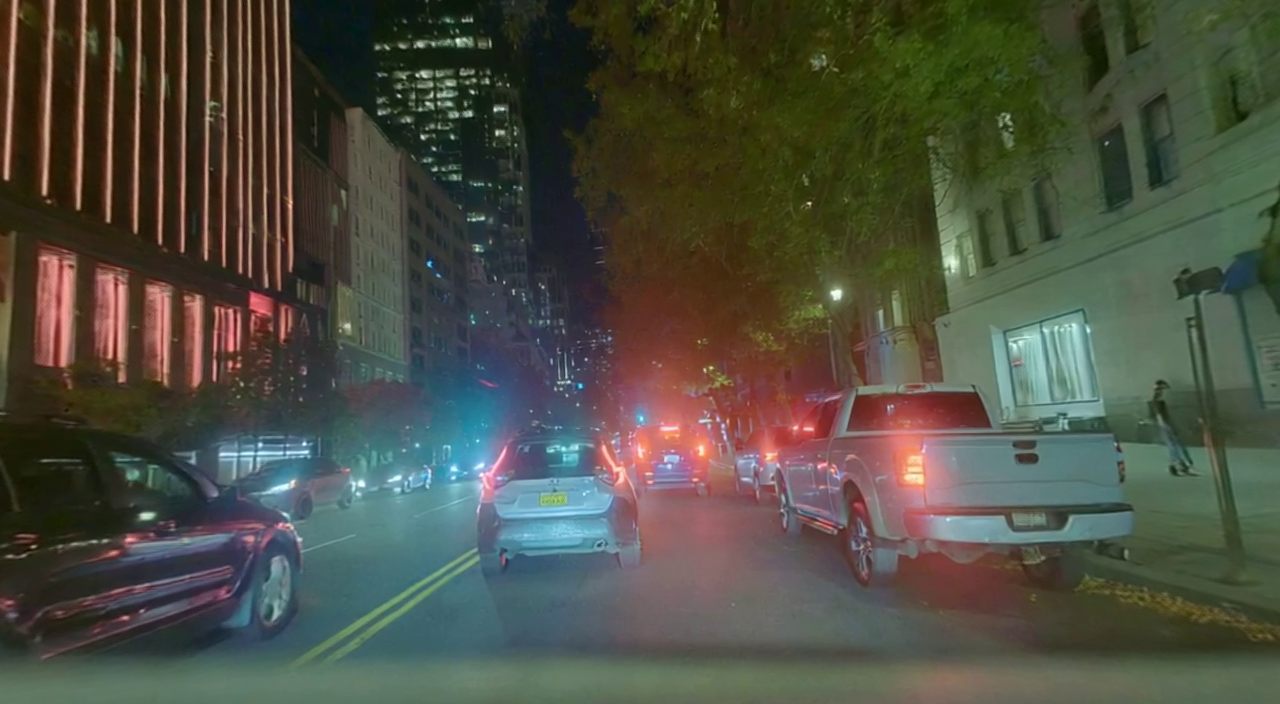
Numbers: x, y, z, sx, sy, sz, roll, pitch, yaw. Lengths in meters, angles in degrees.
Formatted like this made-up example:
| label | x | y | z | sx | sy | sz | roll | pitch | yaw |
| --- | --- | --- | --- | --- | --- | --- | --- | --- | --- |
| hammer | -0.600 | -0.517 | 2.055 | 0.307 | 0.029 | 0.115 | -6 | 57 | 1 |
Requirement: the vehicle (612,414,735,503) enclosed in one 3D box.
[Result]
| label | x | y | z | sx | sy | sz | roll | pitch | yaw |
| --- | --- | --- | --- | --- | --- | --- | --- | --- | --- |
| vehicle | 1.075 | 2.753 | 16.689 | 2.352 | 1.953 | 4.798 | -2 | -9 | 14 |

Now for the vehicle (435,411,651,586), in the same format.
| label | x | y | z | sx | sy | sz | roll | pitch | yaw |
| --- | --- | --- | --- | --- | --- | --- | --- | --- | --- |
| vehicle | -0.922 | 1.714 | 8.160 | 2.076 | 1.667 | 3.948 | 0 | -8 | 0 |

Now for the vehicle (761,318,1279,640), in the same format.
| label | x | y | z | sx | sy | sz | roll | pitch | yaw |
| --- | --- | --- | --- | --- | --- | --- | --- | --- | --- |
| vehicle | 3.004 | 1.179 | 6.763 | 2.225 | 2.070 | 5.264 | 0 | -8 | -1 |

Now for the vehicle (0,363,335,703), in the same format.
| label | x | y | z | sx | sy | sz | roll | pitch | yaw |
| --- | --- | --- | --- | --- | --- | --- | --- | --- | --- |
| vehicle | -3.791 | 1.063 | 3.368 | 2.000 | 1.818 | 4.668 | 0 | -8 | 0 |

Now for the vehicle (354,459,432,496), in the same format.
| label | x | y | z | sx | sy | sz | roll | pitch | yaw |
| --- | --- | --- | --- | --- | --- | --- | --- | --- | --- |
| vehicle | -12.306 | 6.257 | 31.819 | 2.071 | 1.505 | 4.479 | -2 | -8 | 1 |
